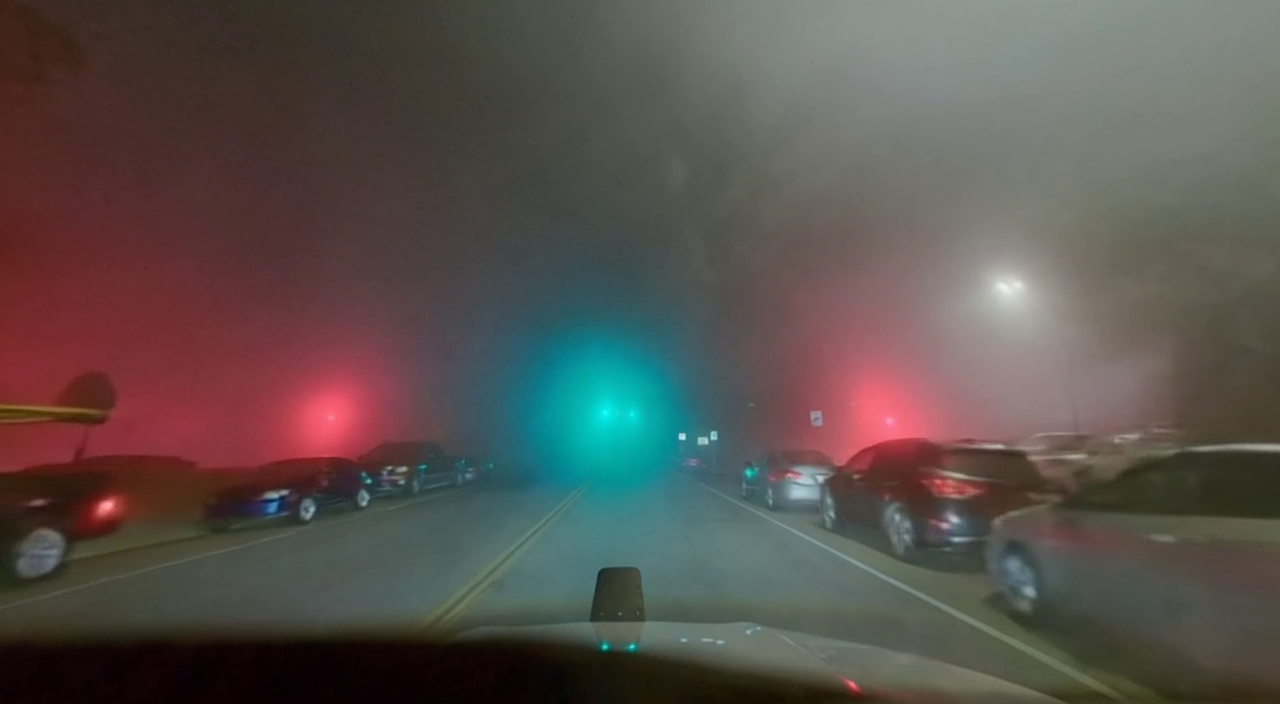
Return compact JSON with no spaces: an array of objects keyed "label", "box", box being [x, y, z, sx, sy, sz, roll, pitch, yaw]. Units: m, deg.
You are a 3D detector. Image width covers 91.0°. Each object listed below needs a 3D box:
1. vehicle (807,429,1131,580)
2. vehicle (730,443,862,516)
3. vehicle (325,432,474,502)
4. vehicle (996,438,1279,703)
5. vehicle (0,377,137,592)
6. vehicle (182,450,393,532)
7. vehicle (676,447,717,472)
[{"label":"vehicle","box":[4.055,1.929,8.942,1.854,1.537,4.759,0,-9,-3]},{"label":"vehicle","box":[3.525,2.962,15.231,2.033,1.467,4.471,0,-9,0]},{"label":"vehicle","box":[-7.622,3.709,20.873,2.613,1.959,5.843,0,-9,0]},{"label":"vehicle","box":[4.032,1.137,3.013,2.090,1.435,4.376,0,-9,0]},{"label":"vehicle","box":[-7.577,1.208,5.413,2.146,2.167,5.339,0,-9,-2]},{"label":"vehicle","box":[-7.568,2.995,14.254,2.057,1.486,4.759,0,-9,0]},{"label":"vehicle","box":[3.460,6.734,39.602,2.005,1.466,4.767,0,-9,-1]}]
